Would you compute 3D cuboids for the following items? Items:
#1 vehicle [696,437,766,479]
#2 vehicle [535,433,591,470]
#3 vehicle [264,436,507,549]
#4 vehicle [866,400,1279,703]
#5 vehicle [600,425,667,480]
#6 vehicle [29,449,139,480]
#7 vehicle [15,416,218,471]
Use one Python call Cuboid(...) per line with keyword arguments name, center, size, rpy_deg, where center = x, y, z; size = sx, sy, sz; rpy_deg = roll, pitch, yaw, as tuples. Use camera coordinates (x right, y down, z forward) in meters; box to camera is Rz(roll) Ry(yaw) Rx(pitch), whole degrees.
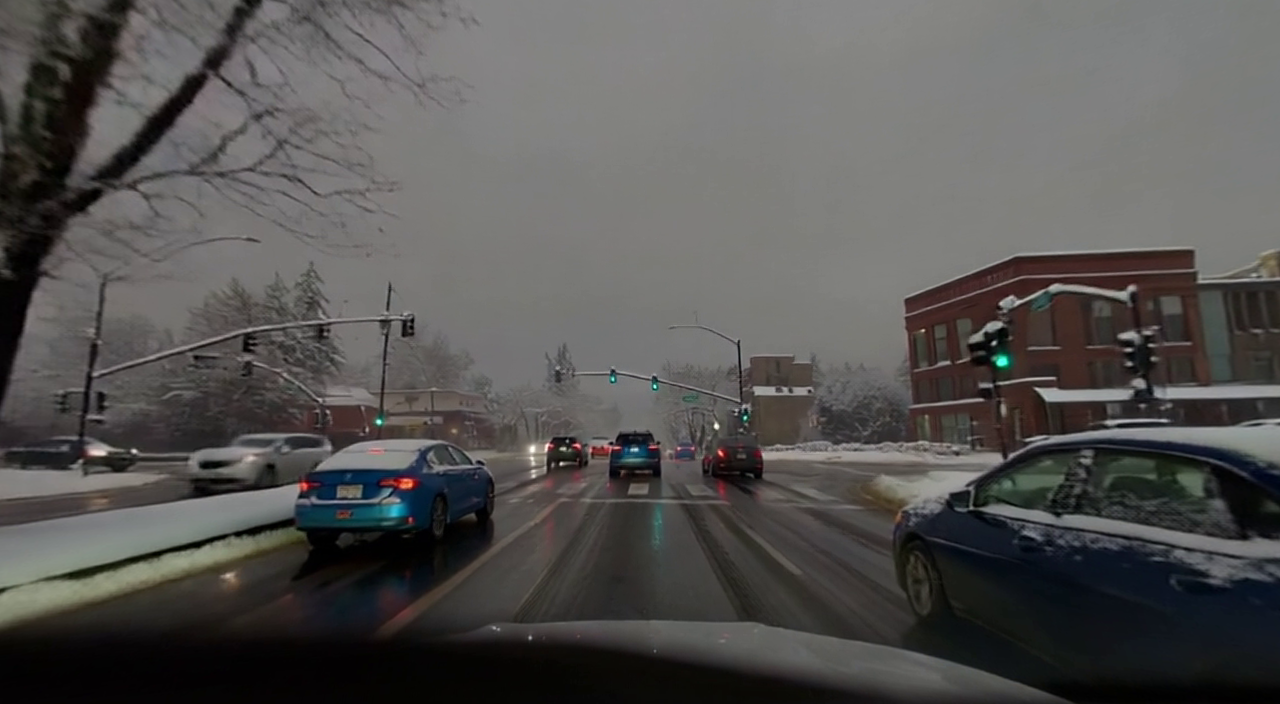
Cuboid(name="vehicle", center=(3.475, 4.134, 24.930), size=(2.058, 1.472, 4.317), rpy_deg=(1, -8, -1))
Cuboid(name="vehicle", center=(-3.638, 4.780, 30.530), size=(2.130, 1.645, 3.995), rpy_deg=(0, -8, 1))
Cuboid(name="vehicle", center=(-3.604, 2.015, 9.869), size=(2.115, 1.369, 3.908), rpy_deg=(0, -8, 1))
Cuboid(name="vehicle", center=(3.071, 1.089, 3.401), size=(2.052, 1.475, 4.540), rpy_deg=(0, -8, 0))
Cuboid(name="vehicle", center=(-0.243, 3.865, 24.589), size=(2.361, 1.898, 4.465), rpy_deg=(0, -8, 0))
Cuboid(name="vehicle", center=(-30.072, 6.055, 34.117), size=(4.488, 1.445, 2.098), rpy_deg=(-1, -8, 12))
Cuboid(name="vehicle", center=(-35.019, 6.056, 42.232), size=(12.467, 3.385, 3.314), rpy_deg=(-1, -8, 13))
